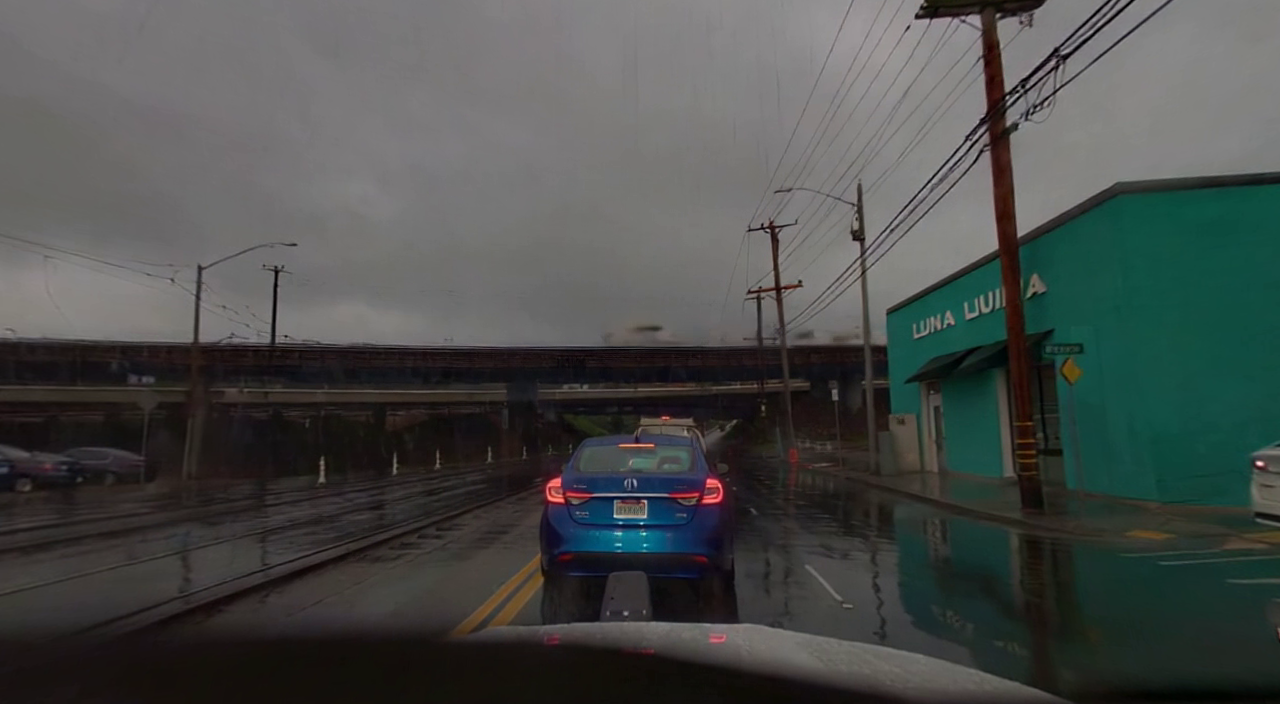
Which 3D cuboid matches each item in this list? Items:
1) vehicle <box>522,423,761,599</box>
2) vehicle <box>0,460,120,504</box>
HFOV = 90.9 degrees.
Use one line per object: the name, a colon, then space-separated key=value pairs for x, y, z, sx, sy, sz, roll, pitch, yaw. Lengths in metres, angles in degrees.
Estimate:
vehicle: x=0.096 y=1.705 z=7.616 sx=2.090 sy=1.518 sz=4.033 roll=-1 pitch=-9 yaw=3
vehicle: x=-21.940 y=4.677 z=22.846 sx=4.566 sy=1.453 sz=1.935 roll=-1 pitch=-9 yaw=5
